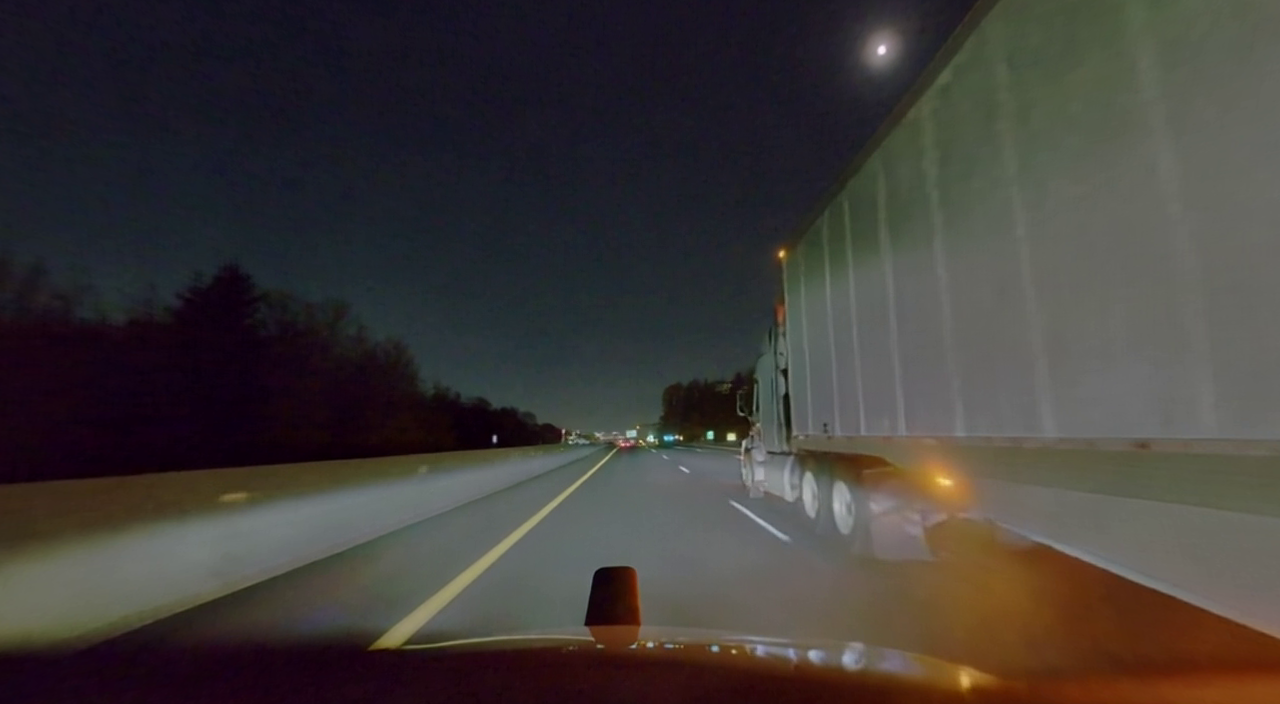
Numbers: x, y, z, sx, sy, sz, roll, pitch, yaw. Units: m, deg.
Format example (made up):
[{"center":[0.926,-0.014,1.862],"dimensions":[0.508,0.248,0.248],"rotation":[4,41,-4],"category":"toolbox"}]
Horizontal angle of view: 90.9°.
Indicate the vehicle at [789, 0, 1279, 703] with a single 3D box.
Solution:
[{"center":[3.504,0.118,5.119],"dimensions":[3.004,3.894,5.738],"rotation":[0,-8,-1],"category":"vehicle"}]
